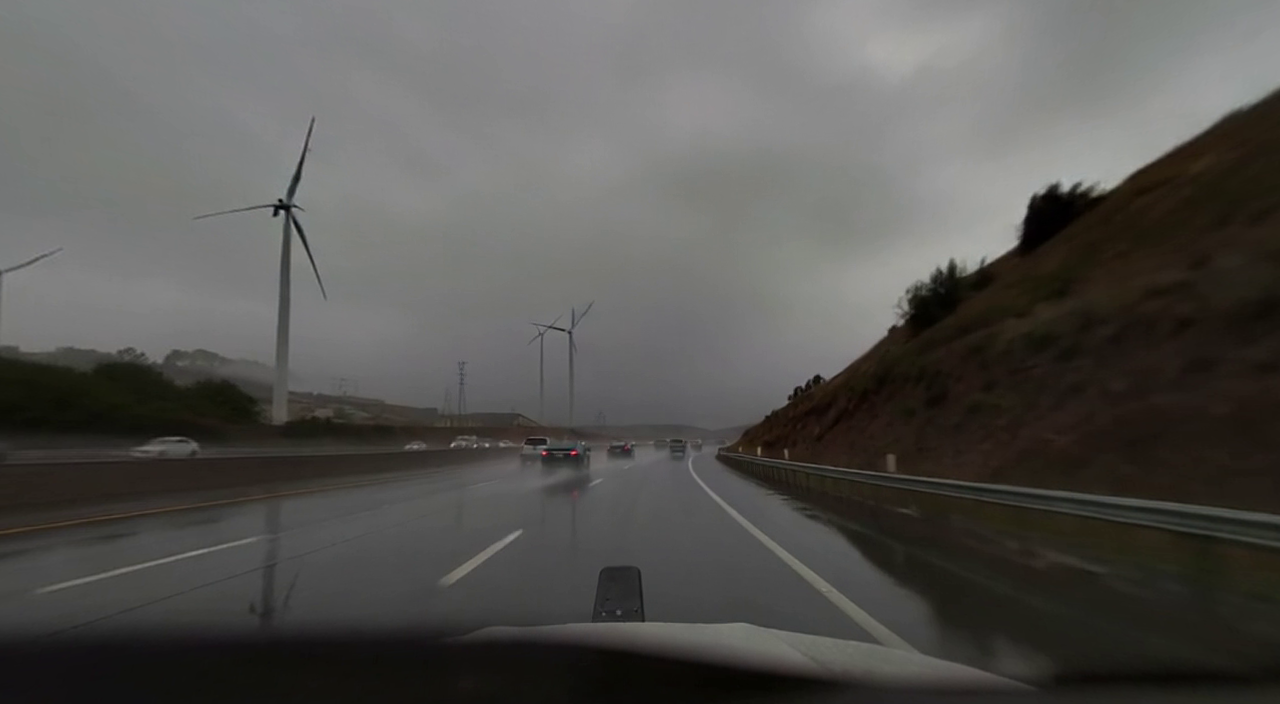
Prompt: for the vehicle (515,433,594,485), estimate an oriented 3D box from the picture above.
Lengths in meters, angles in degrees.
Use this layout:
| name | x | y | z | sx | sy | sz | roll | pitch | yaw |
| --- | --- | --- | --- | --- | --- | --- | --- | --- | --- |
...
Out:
| name | x | y | z | sx | sy | sz | roll | pitch | yaw |
| --- | --- | --- | --- | --- | --- | --- | --- | --- | --- |
| vehicle | -2.994 | 3.865 | 23.068 | 2.118 | 1.702 | 4.355 | 0 | -9 | 3 |
